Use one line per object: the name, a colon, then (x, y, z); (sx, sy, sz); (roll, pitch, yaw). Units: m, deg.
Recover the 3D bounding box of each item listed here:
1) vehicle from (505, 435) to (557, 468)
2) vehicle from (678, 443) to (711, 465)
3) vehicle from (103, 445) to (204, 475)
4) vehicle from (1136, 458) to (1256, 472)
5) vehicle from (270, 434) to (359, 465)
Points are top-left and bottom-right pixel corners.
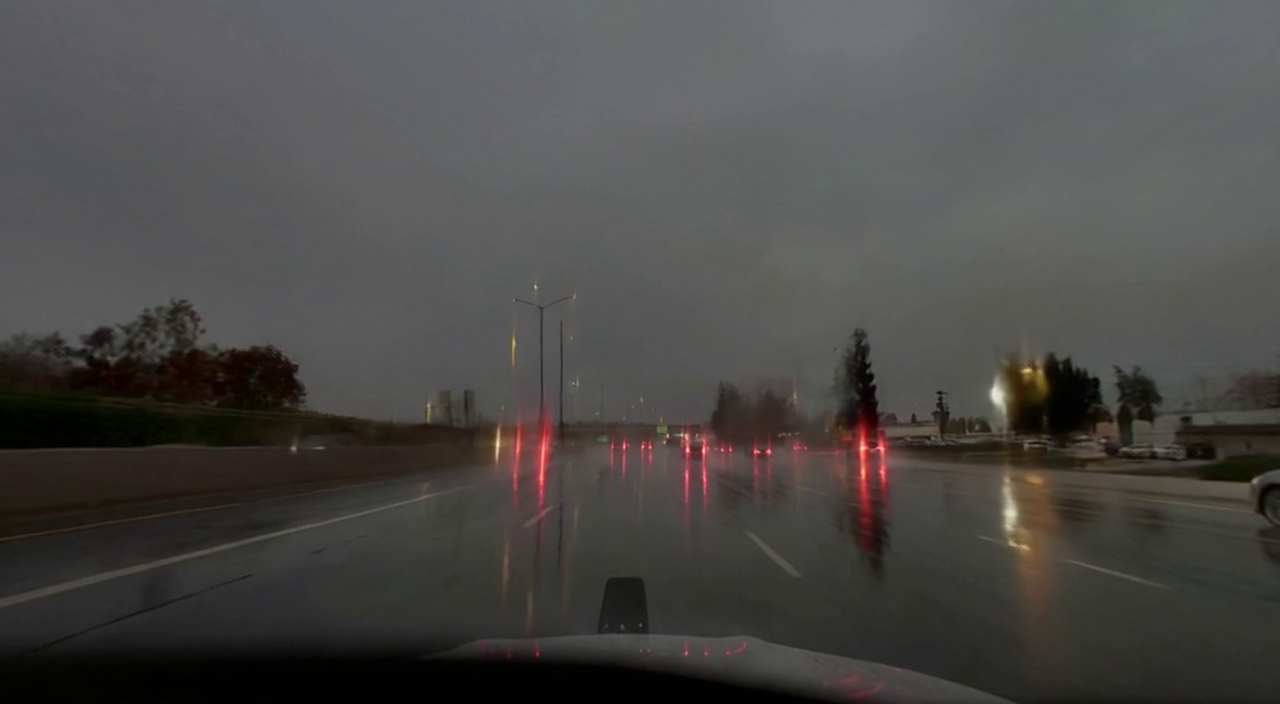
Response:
vehicle: (-6.242, 5.760, 36.408); (2.091, 1.746, 4.437); (0, -9, 1)
vehicle: (3.758, 7.108, 44.046); (1.950, 1.453, 3.378); (0, -8, -1)
vehicle: (-25.236, 5.611, 32.794); (1.743, 1.428, 4.297); (0, -9, 1)
vehicle: (43.723, 8.872, 49.591); (6.546, 0.925, 2.669); (-3, -9, 21)
vehicle: (-21.235, 6.427, 41.312); (2.760, 1.878, 5.700); (0, -9, 1)
